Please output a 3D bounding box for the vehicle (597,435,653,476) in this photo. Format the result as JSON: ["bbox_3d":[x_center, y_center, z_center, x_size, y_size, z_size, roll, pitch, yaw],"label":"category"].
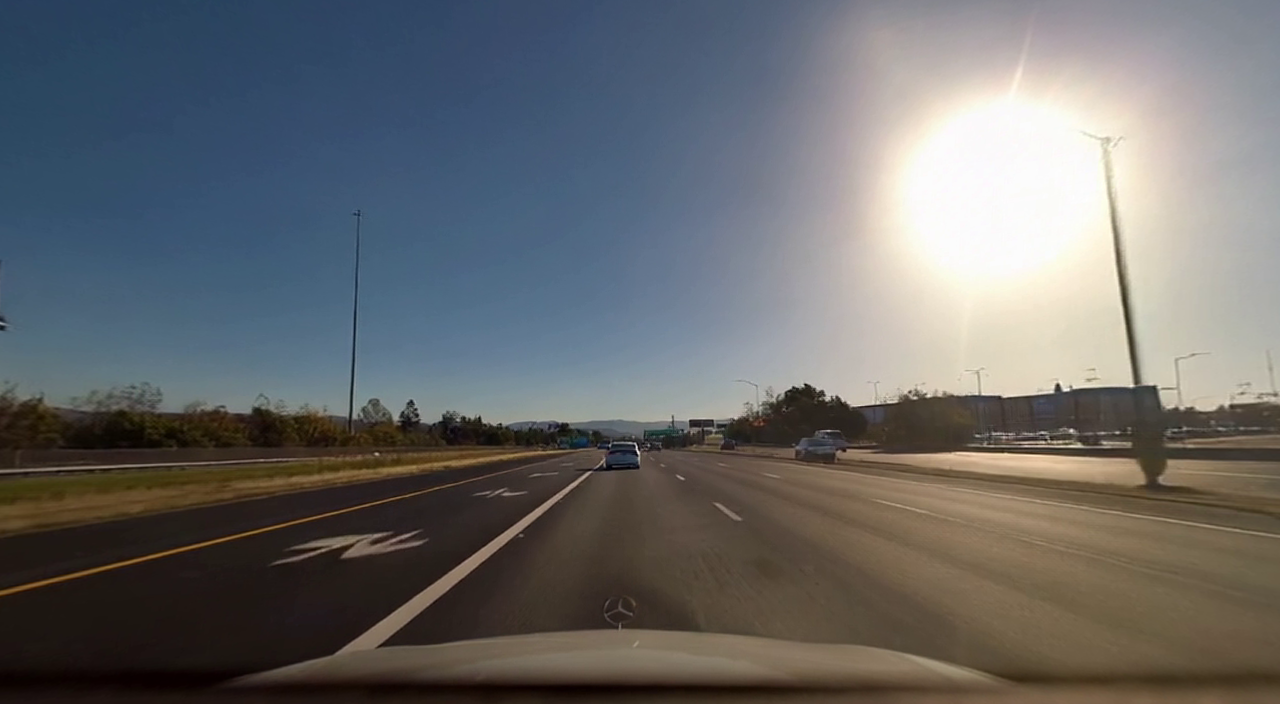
[{"bbox_3d":[-0.577,4.268,26.157,2.147,1.576,3.964,0,-8,0],"label":"vehicle"}]
